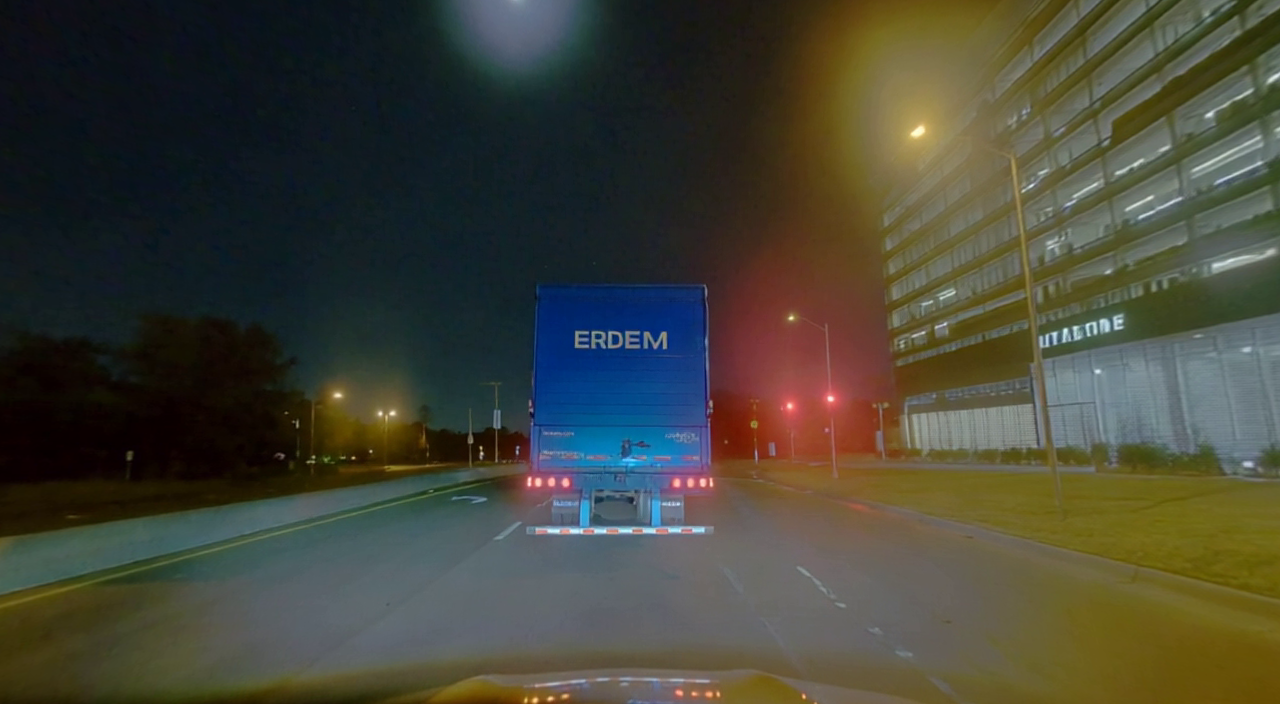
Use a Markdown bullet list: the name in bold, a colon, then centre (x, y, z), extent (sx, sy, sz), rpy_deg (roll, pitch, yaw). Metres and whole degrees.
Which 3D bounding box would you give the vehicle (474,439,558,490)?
- **vehicle**: centre (-3.925, 3.607, 20.549), extent (1.957, 1.462, 3.878), rpy_deg (0, -8, 0)

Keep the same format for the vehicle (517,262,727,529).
- **vehicle**: centre (-0.207, 1.186, 13.471), extent (2.876, 3.724, 9.351), rpy_deg (0, -8, 1)

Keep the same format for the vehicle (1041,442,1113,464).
- **vehicle**: centre (31.352, 7.216, 45.167), extent (1.652, 1.423, 3.797), rpy_deg (5, -9, -35)
